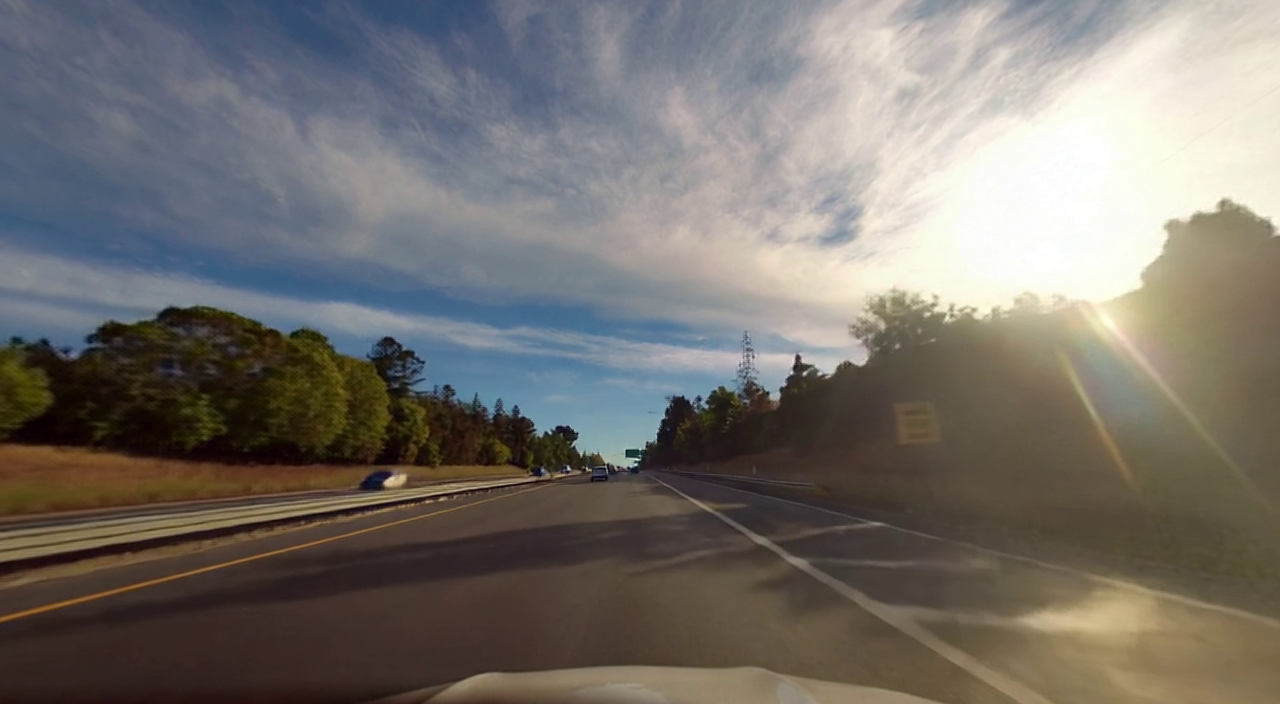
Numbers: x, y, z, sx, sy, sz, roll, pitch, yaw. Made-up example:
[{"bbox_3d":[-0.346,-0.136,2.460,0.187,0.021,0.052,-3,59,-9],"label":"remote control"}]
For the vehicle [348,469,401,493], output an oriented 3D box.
[{"bbox_3d":[-17.197,8.351,41.004,1.765,1.429,3.838,1,-10,0],"label":"vehicle"}]
